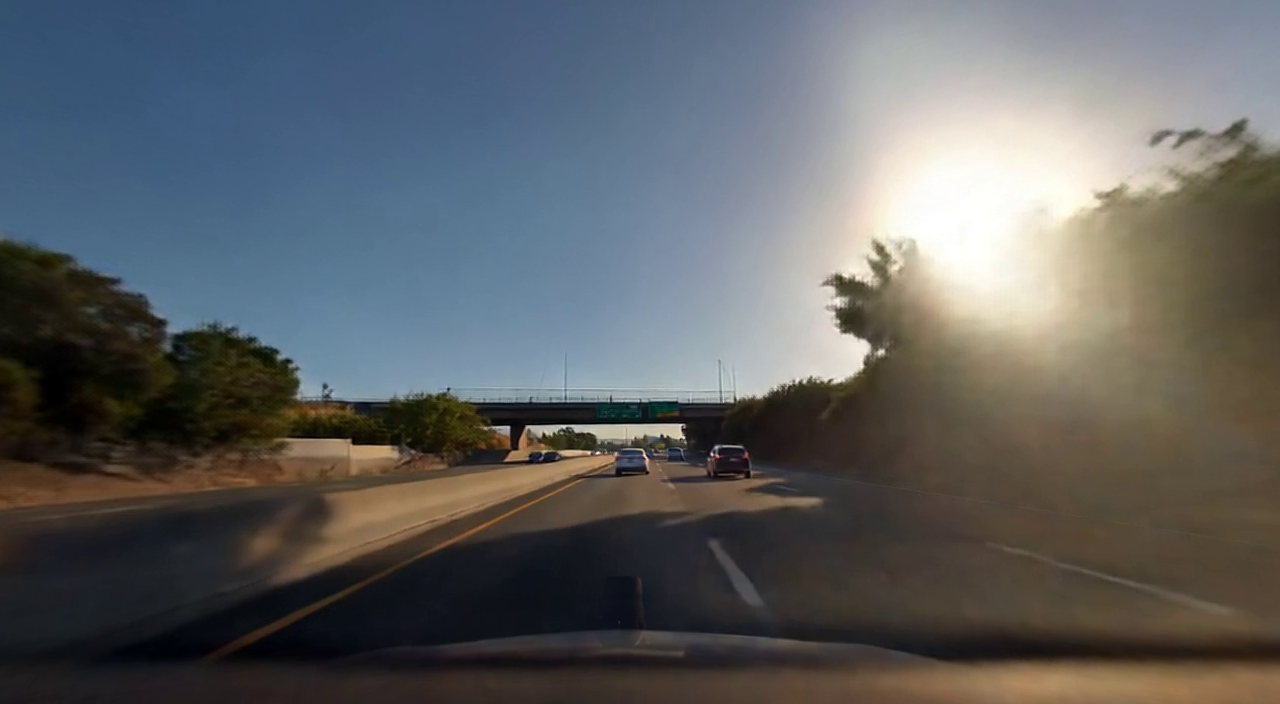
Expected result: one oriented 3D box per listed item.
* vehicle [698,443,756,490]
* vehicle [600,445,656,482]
[{"bbox_3d":[3.248,4.274,23.771,1.969,1.595,3.964,-1,-9,6],"label":"vehicle"},{"bbox_3d":[-0.490,5.178,29.361,2.084,1.594,4.219,-1,-9,6],"label":"vehicle"}]
